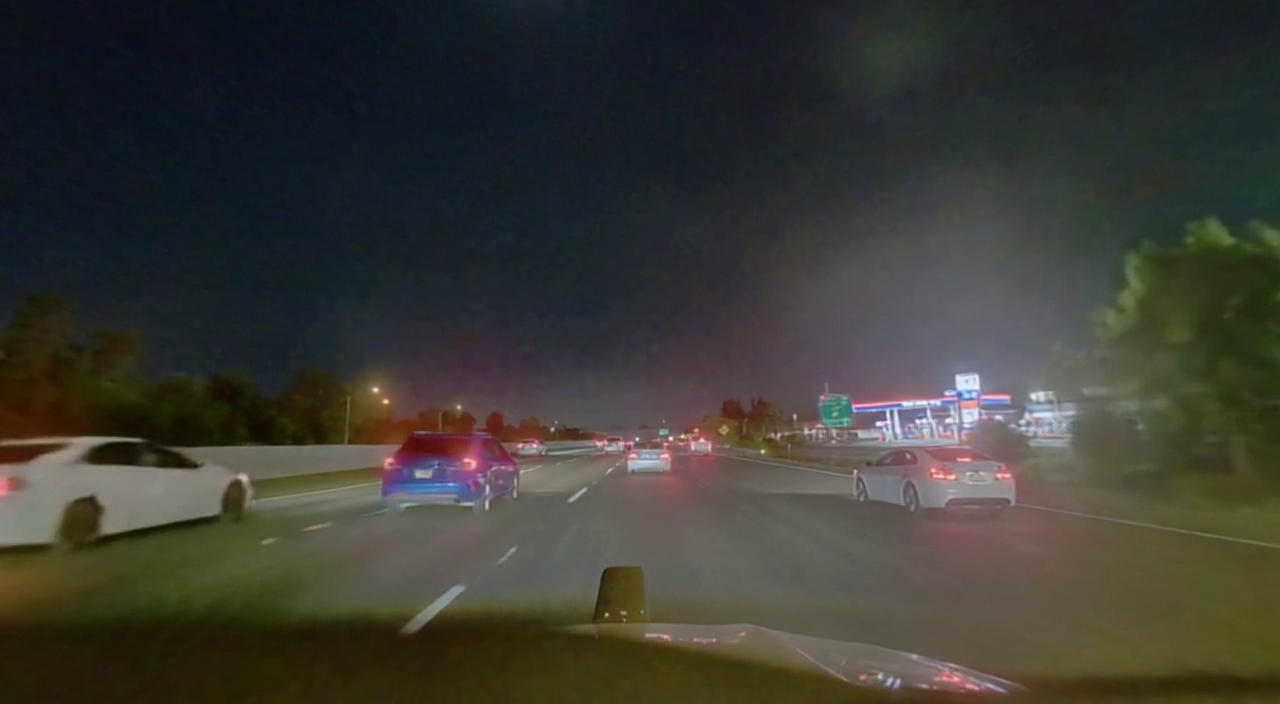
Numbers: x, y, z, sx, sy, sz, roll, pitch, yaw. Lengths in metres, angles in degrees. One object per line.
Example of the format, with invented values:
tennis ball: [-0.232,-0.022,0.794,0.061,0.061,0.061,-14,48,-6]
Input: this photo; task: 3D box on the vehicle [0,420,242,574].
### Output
vehicle: [-7.241,1.626,7.591,1.932,1.497,4.458,0,-8,1]

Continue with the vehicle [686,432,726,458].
vehicle: [4.711,6.750,45.728,2.261,1.781,4.709,0,-8,-1]

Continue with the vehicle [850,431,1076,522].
vehicle: [5.963,2.334,12.430,2.030,1.442,4.358,0,-8,-2]

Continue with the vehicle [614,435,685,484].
vehicle: [0.282,3.542,21.021,2.113,1.464,4.073,0,-8,0]

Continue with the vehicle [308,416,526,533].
vehicle: [-3.521,2.053,11.236,1.927,1.586,5.142,0,-8,1]
